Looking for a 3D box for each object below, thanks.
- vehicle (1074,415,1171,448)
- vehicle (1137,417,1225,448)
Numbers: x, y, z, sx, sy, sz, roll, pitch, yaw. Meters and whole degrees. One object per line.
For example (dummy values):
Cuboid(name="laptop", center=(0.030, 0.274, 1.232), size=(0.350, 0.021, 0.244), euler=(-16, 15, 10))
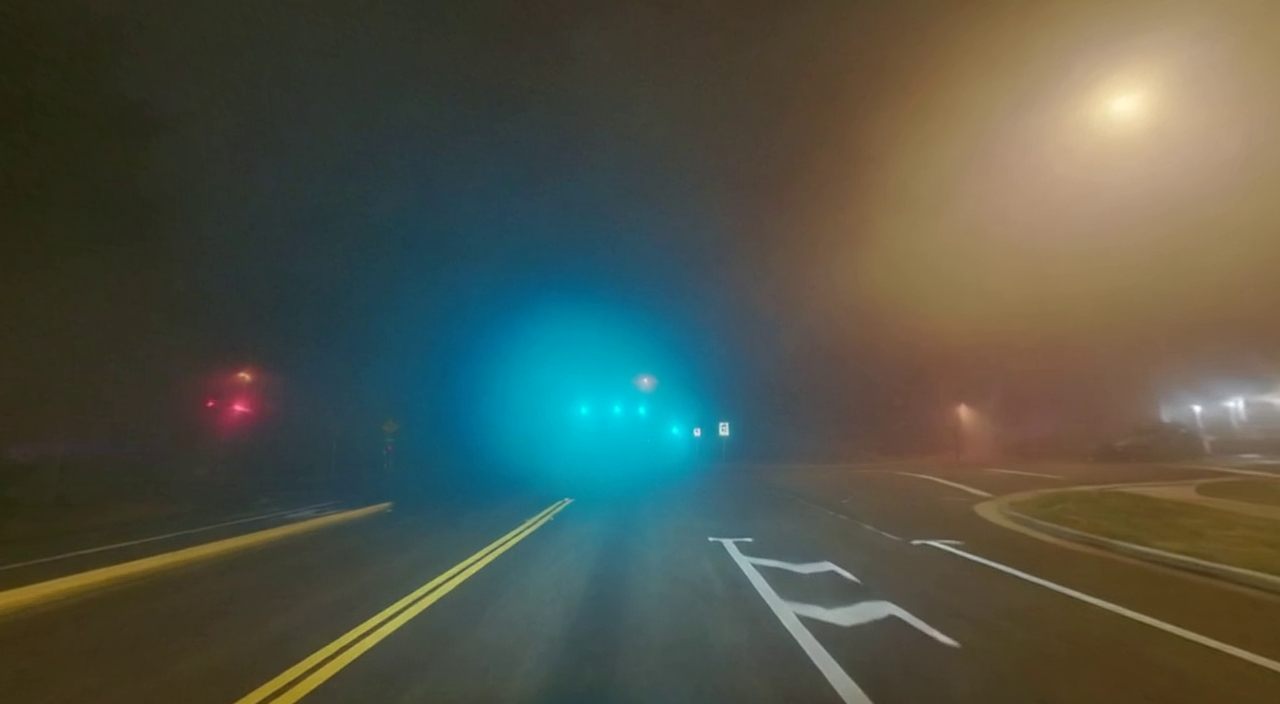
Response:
Cuboid(name="vehicle", center=(28.638, 4.795, 37.640), size=(2.041, 1.826, 4.925), euler=(-1, -8, 3))
Cuboid(name="vehicle", center=(31.246, 4.700, 36.583), size=(1.928, 1.622, 3.895), euler=(-2, -8, 8))
